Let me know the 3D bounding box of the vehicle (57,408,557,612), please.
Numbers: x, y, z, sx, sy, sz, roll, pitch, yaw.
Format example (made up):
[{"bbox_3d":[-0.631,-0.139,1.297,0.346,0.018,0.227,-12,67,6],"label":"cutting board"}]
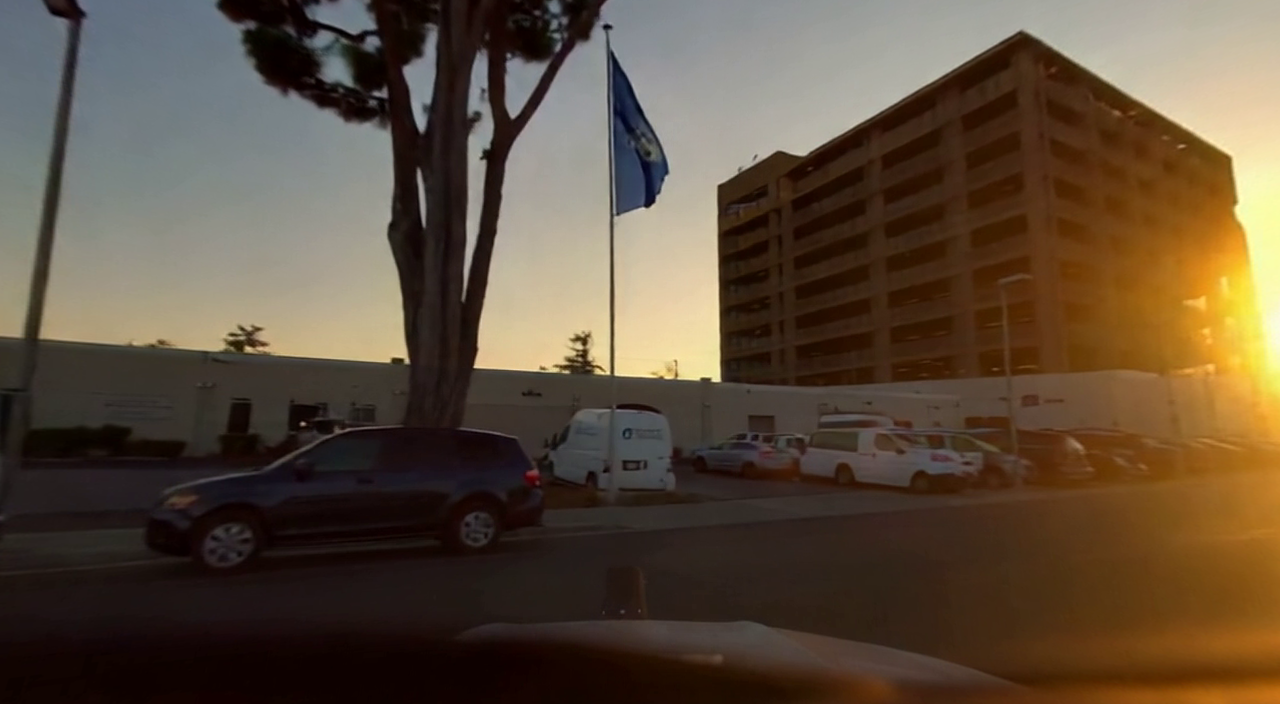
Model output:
[{"bbox_3d":[-3.811,1.794,8.148,4.992,1.894,2.043,5,-9,-31],"label":"vehicle"}]

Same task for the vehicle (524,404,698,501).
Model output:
[{"bbox_3d":[-1.096,2.880,18.354,2.491,2.324,5.986,5,-10,-30],"label":"vehicle"}]

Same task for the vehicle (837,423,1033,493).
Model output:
[{"bbox_3d":[10.866,3.936,24.070,2.242,2.227,6.505,3,-8,-30],"label":"vehicle"}]

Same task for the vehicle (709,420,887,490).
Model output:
[{"bbox_3d":[5.385,3.657,22.924,2.228,2.126,6.632,3,-8,-29],"label":"vehicle"}]
